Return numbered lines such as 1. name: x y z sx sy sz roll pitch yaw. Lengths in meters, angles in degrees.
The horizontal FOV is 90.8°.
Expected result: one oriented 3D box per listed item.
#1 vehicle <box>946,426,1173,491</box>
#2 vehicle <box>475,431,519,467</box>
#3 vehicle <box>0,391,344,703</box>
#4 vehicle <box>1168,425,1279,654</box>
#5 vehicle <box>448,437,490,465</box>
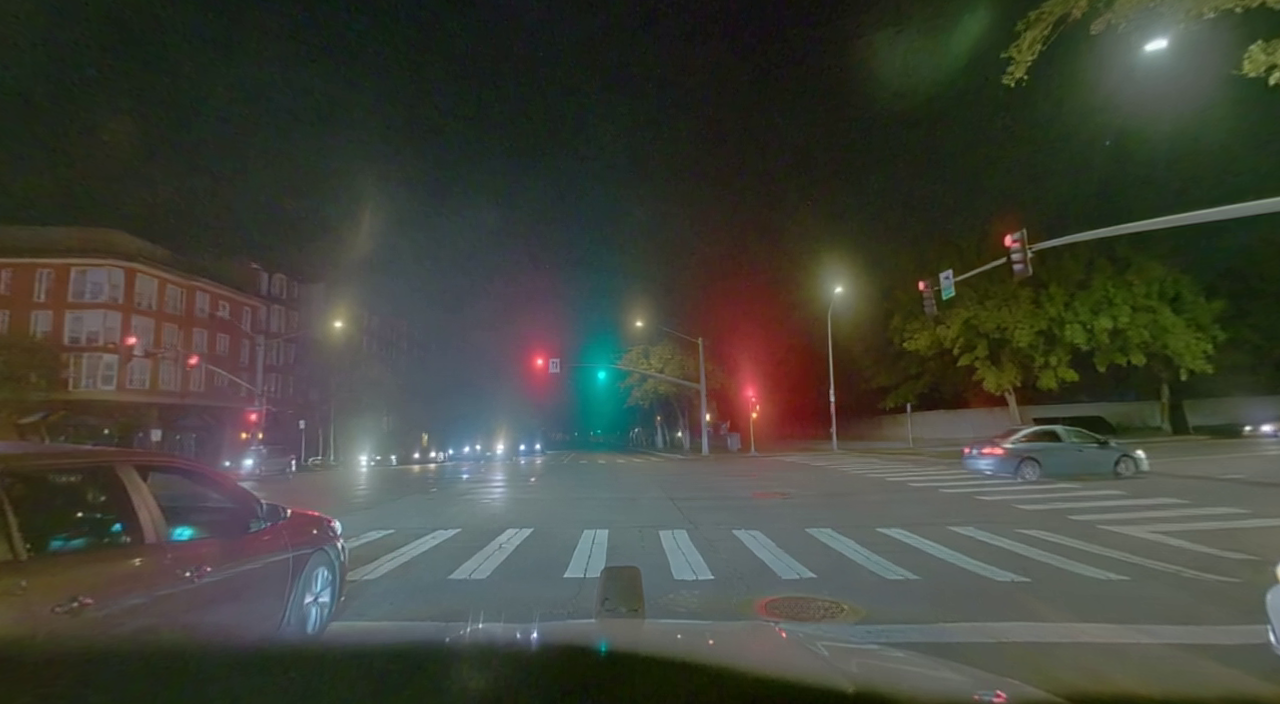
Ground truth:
1. vehicle: 10.816 2.776 16.715 4.536 1.557 1.875 -2 -7 14
2. vehicle: -7.956 5.436 35.435 2.109 1.871 4.778 1 -8 -10
3. vehicle: -3.073 0.890 2.164 1.919 1.478 4.720 0 -8 -1
4. vehicle: 4.939 0.983 2.568 1.949 1.449 4.530 -1 -8 5
5. vehicle: -12.804 7.415 47.518 2.051 1.715 4.346 -3 -6 -1
